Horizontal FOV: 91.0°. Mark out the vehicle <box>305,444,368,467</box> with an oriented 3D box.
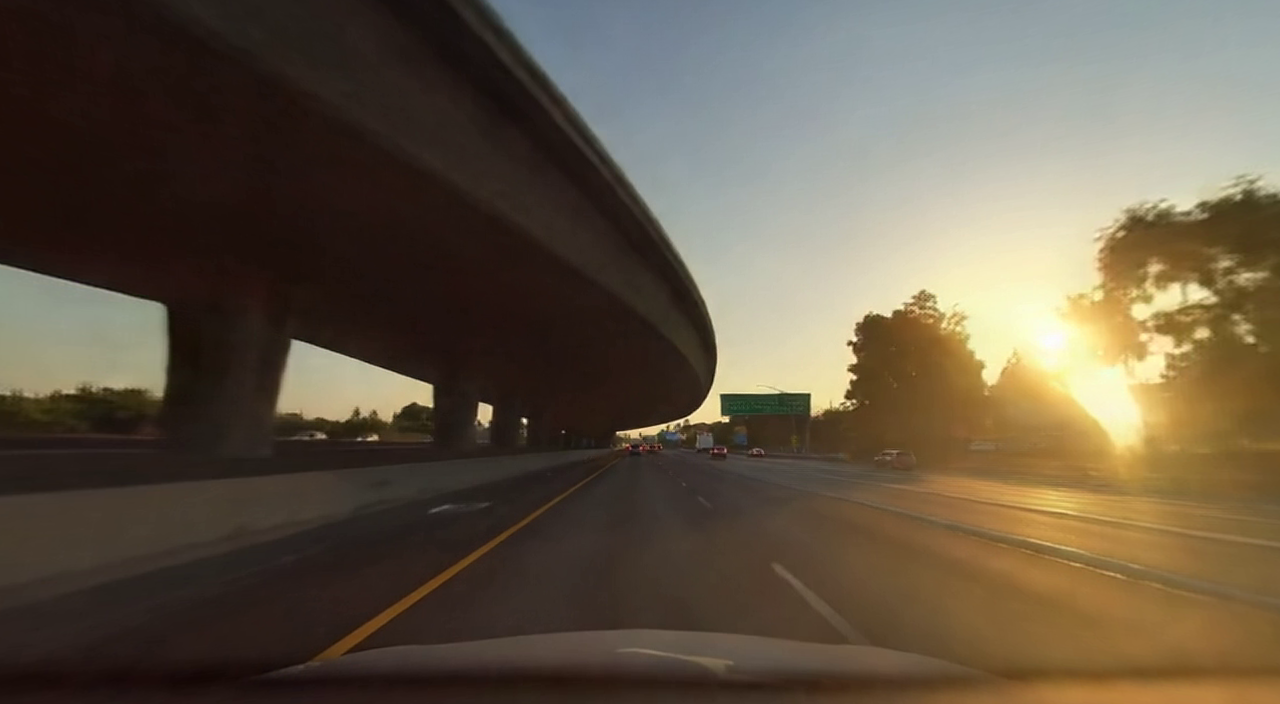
[{"bbox_3d":[-19.886,6.795,41.498,2.006,1.426,4.326,0,-8,0],"label":"vehicle"}]
